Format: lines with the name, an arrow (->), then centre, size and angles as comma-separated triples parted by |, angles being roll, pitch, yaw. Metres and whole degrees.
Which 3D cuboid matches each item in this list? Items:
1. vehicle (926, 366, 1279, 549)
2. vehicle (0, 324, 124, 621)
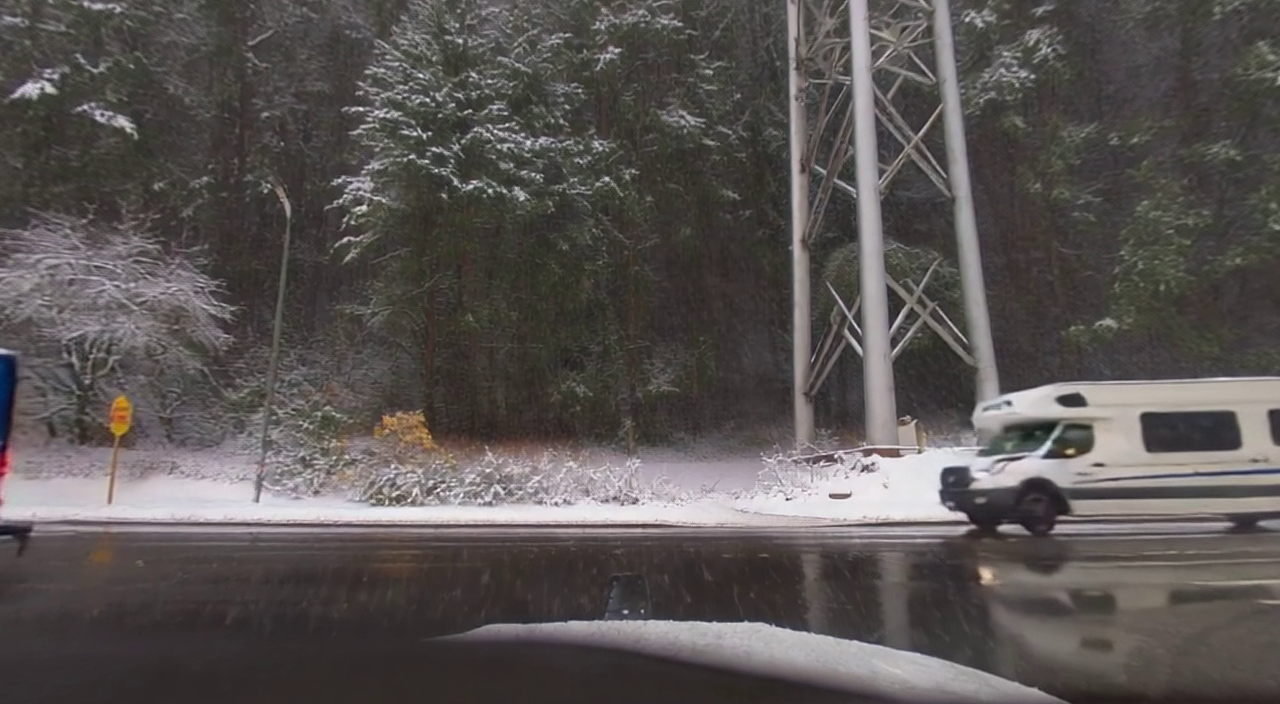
vehicle -> 10.561, 2.082, 12.753 | 8.152, 3.185, 2.776 | 0, -9, -3
vehicle -> -7.472, 0.792, 3.970 | 2.247, 2.424, 5.923 | -6, -11, 33
